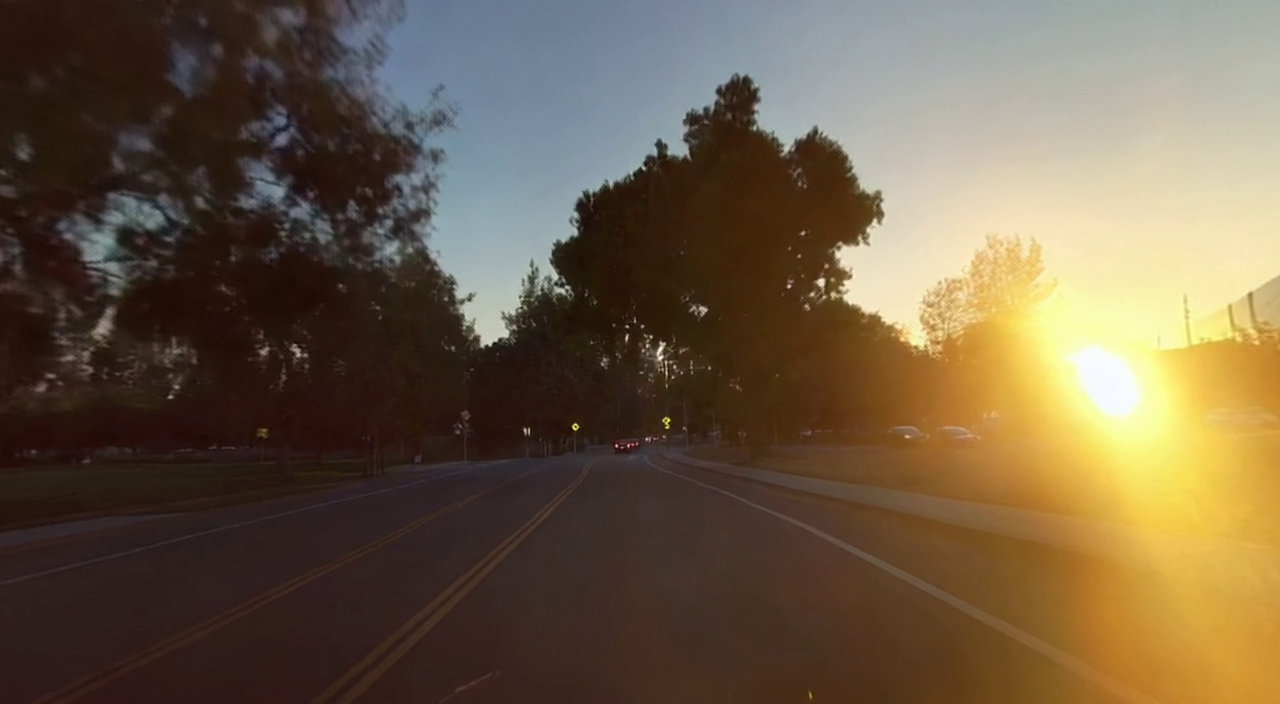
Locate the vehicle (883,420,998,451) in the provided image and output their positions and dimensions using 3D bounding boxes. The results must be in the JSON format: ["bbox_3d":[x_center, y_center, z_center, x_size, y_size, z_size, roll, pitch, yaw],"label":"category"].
[{"bbox_3d":[14.769,4.143,31.117,4.744,1.476,1.926,1,-8,-5],"label":"vehicle"}]

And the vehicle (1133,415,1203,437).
[{"bbox_3d":[39.250,5.544,46.964,1.823,1.489,4.541,-1,-8,9],"label":"vehicle"}]

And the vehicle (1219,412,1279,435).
[{"bbox_3d":[44.546,5.200,45.548,1.868,1.571,4.451,-2,-8,13],"label":"vehicle"}]
